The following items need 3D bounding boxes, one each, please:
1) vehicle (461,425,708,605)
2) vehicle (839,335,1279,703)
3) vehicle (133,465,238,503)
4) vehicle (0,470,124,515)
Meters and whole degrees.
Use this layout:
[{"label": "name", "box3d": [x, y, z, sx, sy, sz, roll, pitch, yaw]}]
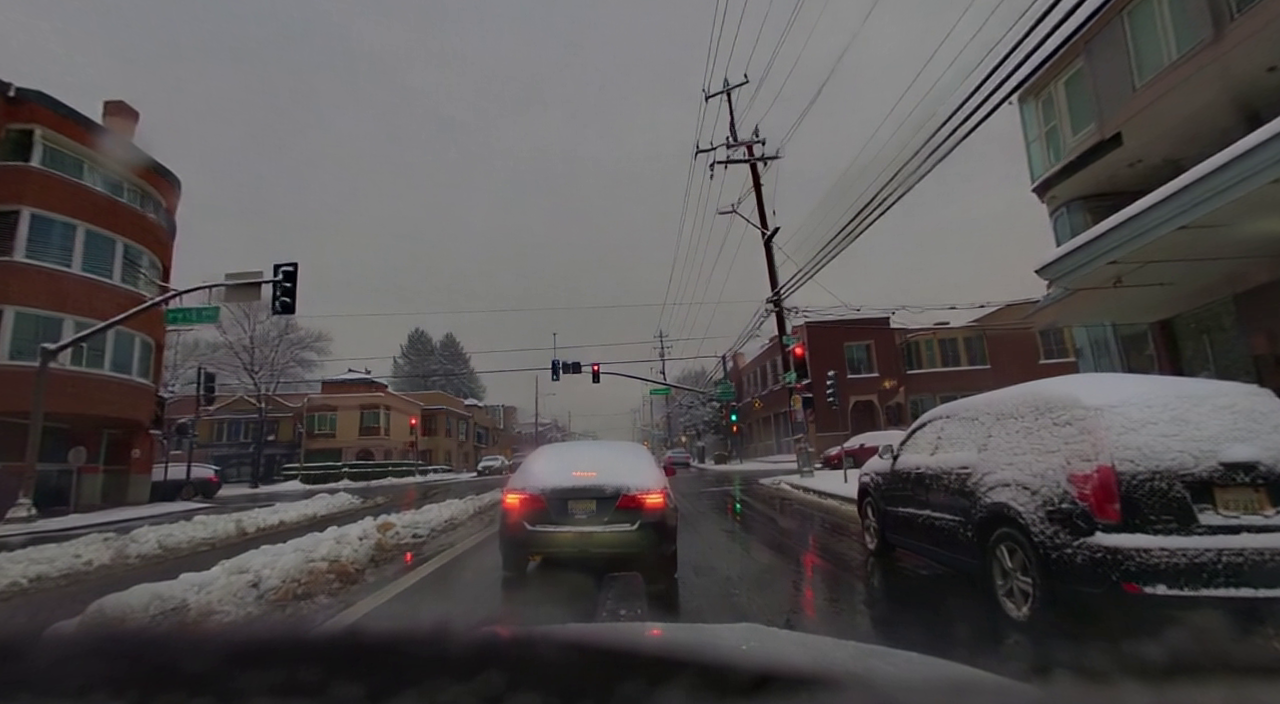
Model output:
[{"label": "vehicle", "box3d": [-0.479, 1.649, 7.314, 2.019, 1.453, 4.129, 0, -8, -1]}, {"label": "vehicle", "box3d": [3.826, 1.235, 5.914, 2.248, 1.945, 5.011, 0, -8, 0]}, {"label": "vehicle", "box3d": [-25.350, 7.378, 35.351, 4.337, 1.739, 1.981, -5, -11, 1]}, {"label": "vehicle", "box3d": [-24.765, 6.000, 27.002, 3.891, 1.538, 1.698, -5, -11, 0]}]
